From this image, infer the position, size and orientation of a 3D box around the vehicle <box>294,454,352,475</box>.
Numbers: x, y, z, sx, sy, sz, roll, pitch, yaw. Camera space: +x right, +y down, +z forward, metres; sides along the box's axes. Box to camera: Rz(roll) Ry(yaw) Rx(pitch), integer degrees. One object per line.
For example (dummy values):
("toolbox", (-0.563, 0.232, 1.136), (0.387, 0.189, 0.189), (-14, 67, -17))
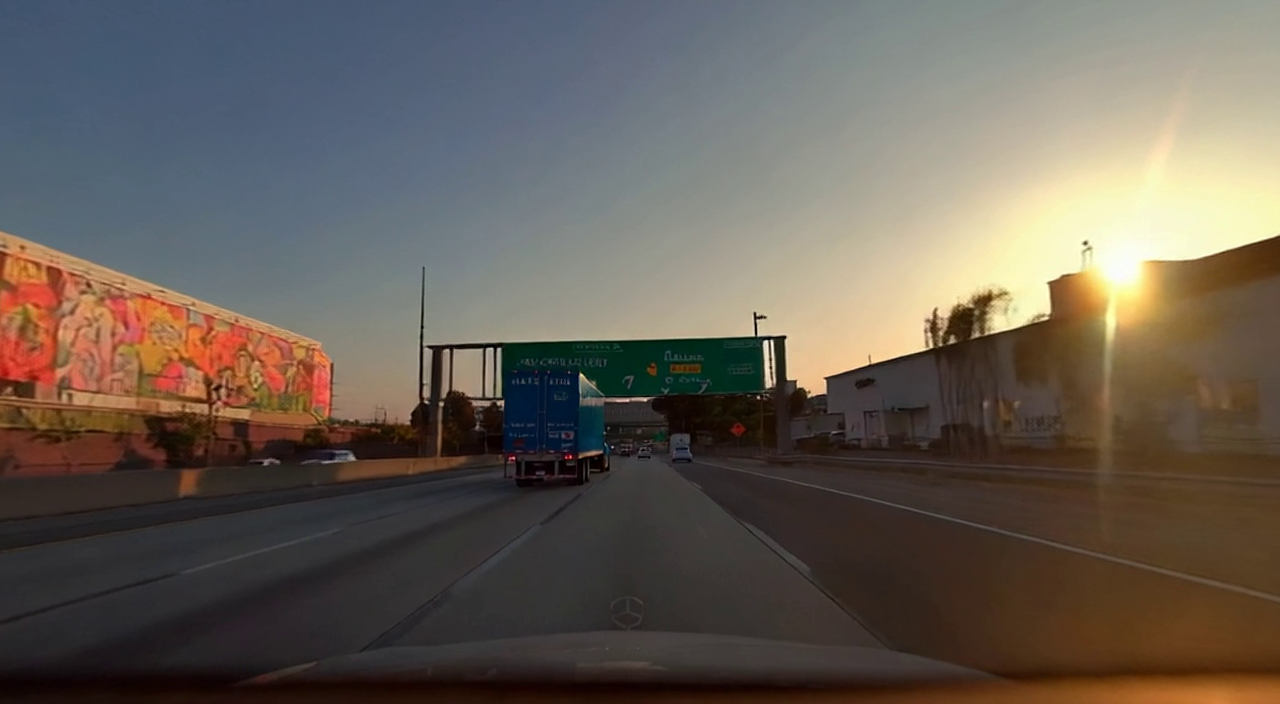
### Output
("vehicle", (-24.826, 8.801, 49.535), (2.111, 1.503, 4.460), (-1, -9, 2))

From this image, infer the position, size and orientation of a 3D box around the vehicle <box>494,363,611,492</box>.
("vehicle", (-2.997, 2.976, 24.508), (2.977, 4.048, 8.890), (-1, -8, 2))
